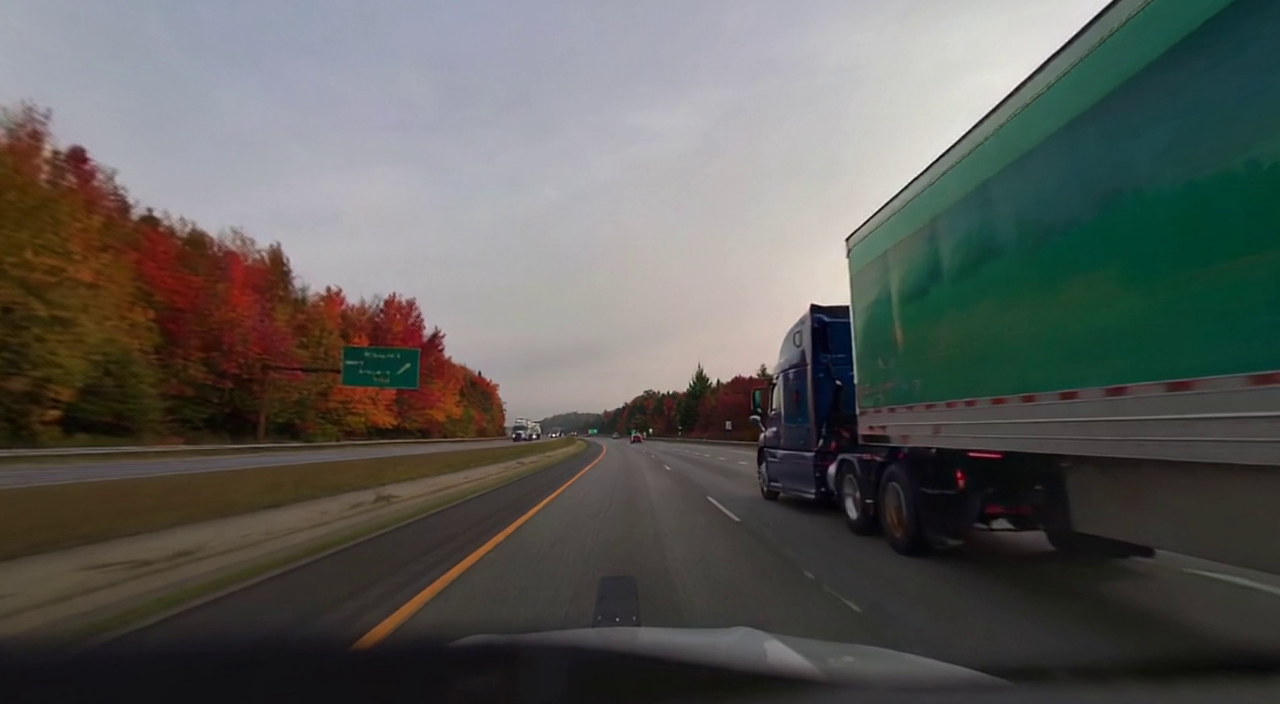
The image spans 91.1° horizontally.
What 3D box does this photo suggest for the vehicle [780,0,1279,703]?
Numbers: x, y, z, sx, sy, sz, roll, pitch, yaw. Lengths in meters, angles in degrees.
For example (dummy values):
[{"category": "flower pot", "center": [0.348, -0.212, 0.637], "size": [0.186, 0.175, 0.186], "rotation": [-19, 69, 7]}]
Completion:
[{"category": "vehicle", "center": [3.757, -0.363, 3.034], "size": [2.926, 4.008, 14.104], "rotation": [0, -8, 0]}]
